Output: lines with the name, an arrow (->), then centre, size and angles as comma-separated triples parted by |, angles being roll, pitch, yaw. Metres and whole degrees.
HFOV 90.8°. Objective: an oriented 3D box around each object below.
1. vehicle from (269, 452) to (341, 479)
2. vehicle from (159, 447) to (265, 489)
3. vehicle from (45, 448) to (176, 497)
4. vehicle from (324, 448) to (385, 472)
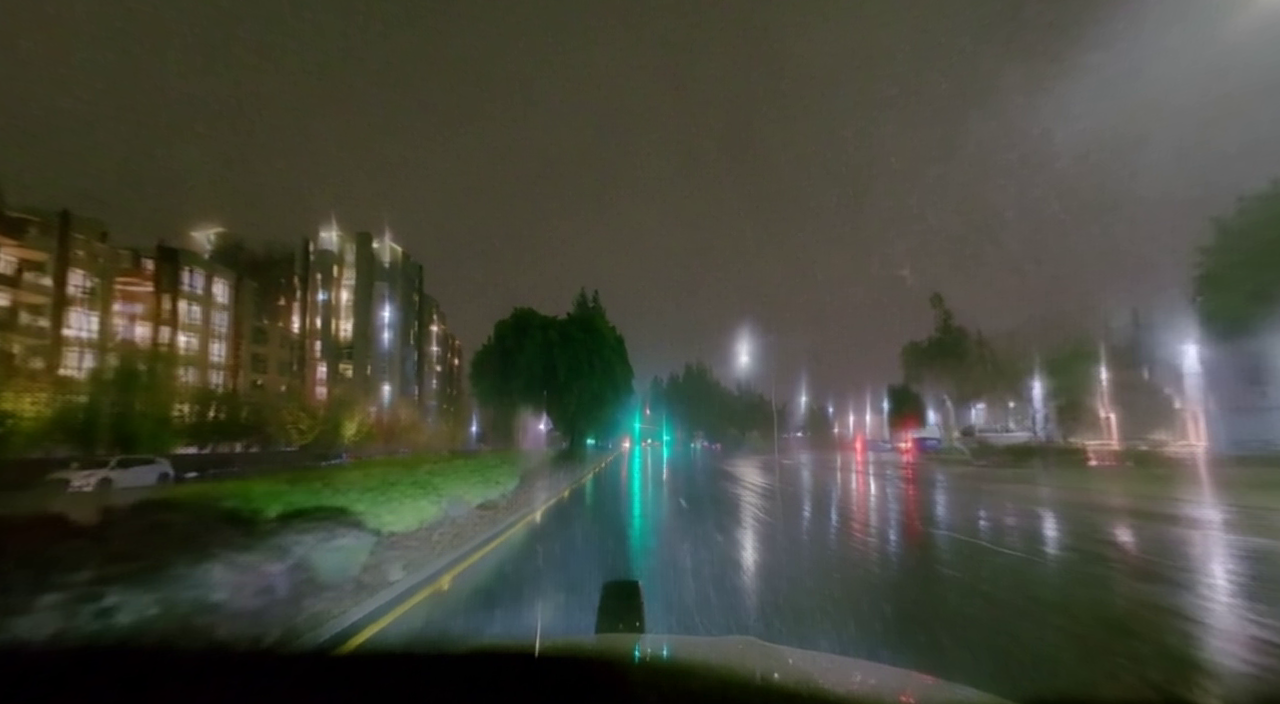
vehicle -> -20.328, 6.852, 38.529 | 1.798, 1.487, 4.486 | 0, -8, 2
vehicle -> -21.211, 5.742, 31.604 | 1.879, 1.757, 4.656 | -2, -7, 3
vehicle -> -22.038, 4.997, 26.565 | 1.863, 1.845, 4.073 | 0, -8, 1
vehicle -> -19.731, 7.530, 43.902 | 1.920, 1.561, 4.654 | -1, -10, 2
